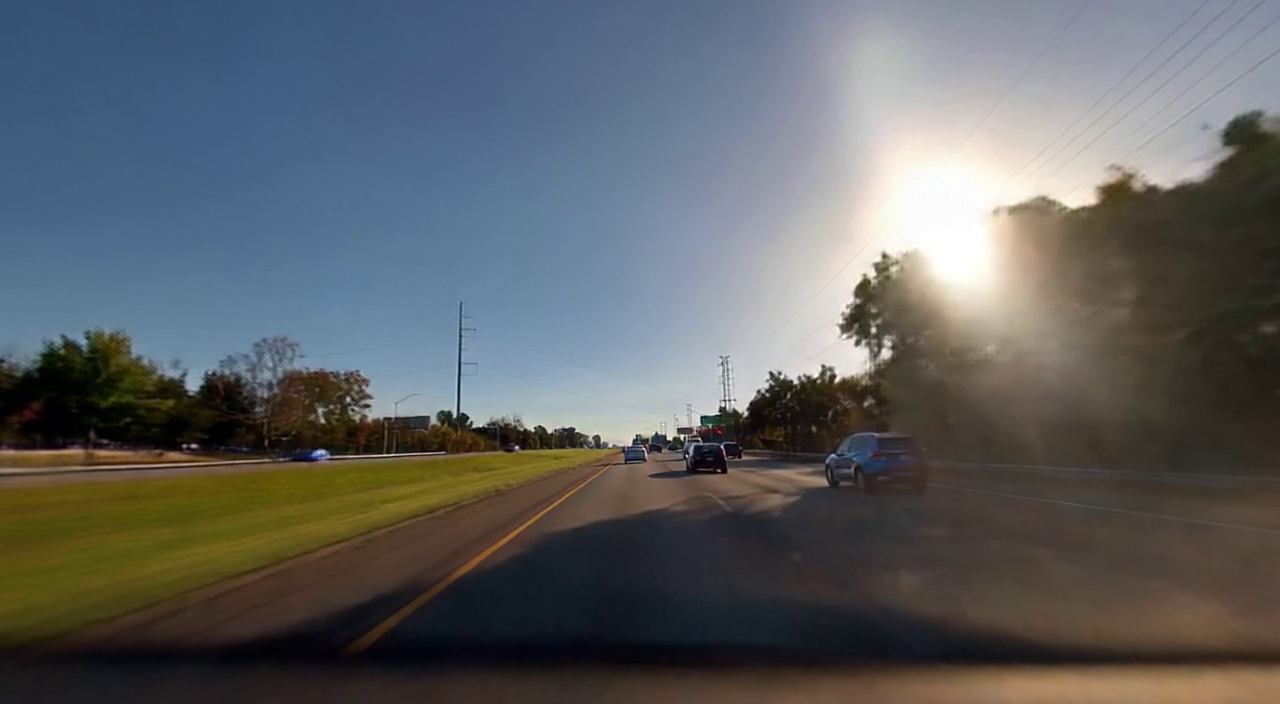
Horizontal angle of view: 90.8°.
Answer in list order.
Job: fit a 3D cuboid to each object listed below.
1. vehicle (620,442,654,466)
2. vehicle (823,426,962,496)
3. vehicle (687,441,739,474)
[{"bbox_3d":[-0.189,6.598,40.948,2.085,1.449,3.860,0,-8,0],"label":"vehicle"},{"bbox_3d":[7.318,3.208,18.976,2.114,1.800,4.779,0,-8,-1],"label":"vehicle"},{"bbox_3d":[3.574,5.248,31.709,1.978,1.488,4.252,0,-8,-1],"label":"vehicle"}]
